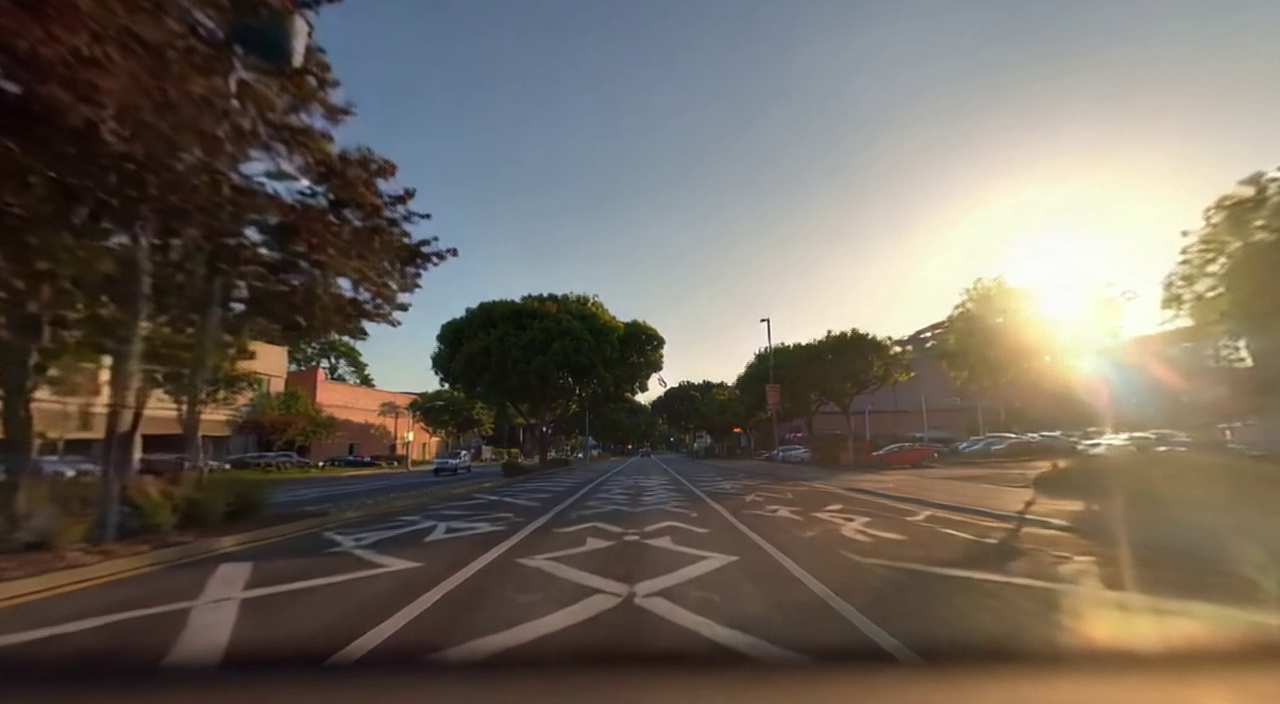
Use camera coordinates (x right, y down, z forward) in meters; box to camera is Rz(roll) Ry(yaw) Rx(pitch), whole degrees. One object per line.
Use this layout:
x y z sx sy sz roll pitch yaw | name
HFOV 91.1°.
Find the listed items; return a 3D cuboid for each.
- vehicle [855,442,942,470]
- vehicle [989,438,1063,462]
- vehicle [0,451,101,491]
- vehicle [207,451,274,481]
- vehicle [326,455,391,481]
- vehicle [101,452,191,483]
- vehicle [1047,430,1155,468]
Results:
17.073 6.867 41.561 4.720 1.769 2.229 0 -10 -4 | vehicle
29.873 7.589 48.685 4.342 1.641 1.975 -3 -8 -1 | vehicle
-35.932 6.999 37.413 2.471 2.129 5.492 -1 -9 3 | vehicle
-31.233 8.894 49.247 2.160 2.118 4.989 0 -9 -3 | vehicle
-18.989 7.813 42.582 2.040 1.609 4.872 0 -9 1 | vehicle
-36.294 8.444 46.342 2.219 2.066 5.369 0 -9 1 | vehicle
27.001 5.691 36.884 4.569 1.929 2.084 -2 -10 -3 | vehicle
